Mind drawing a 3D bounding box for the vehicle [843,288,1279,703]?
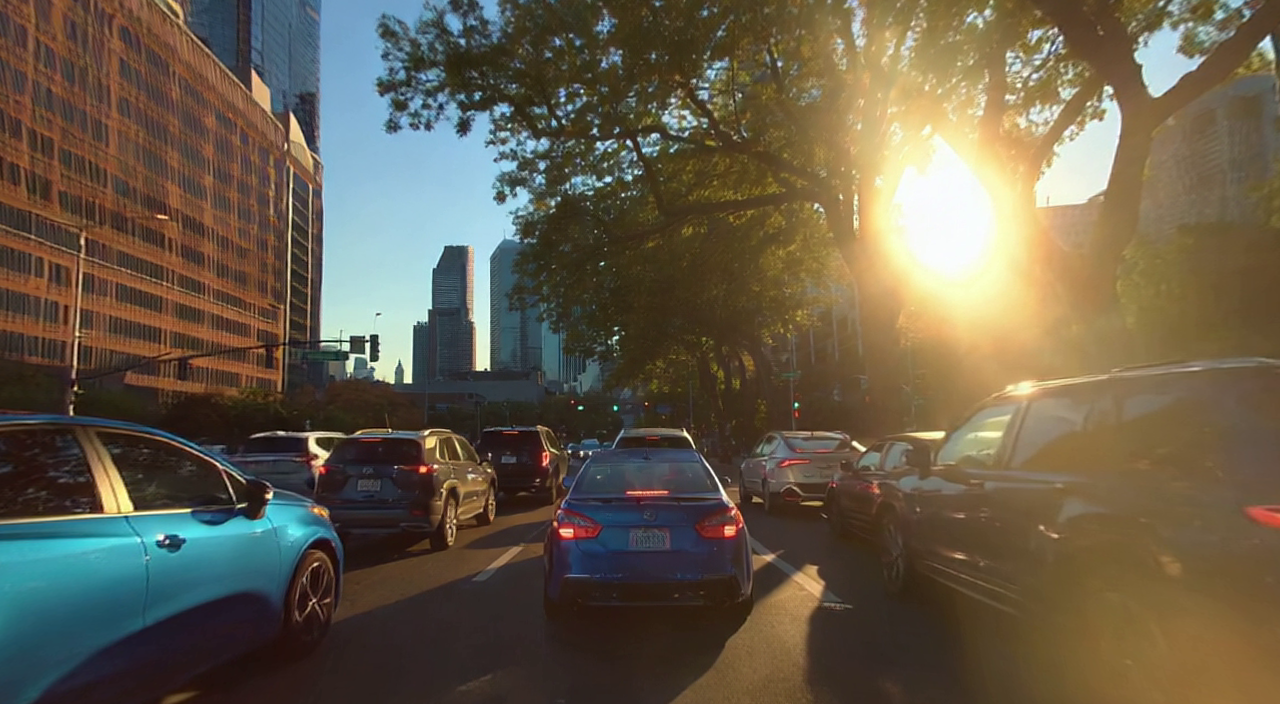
[{"bbox_3d":[3.049,0.974,3.842,2.108,1.785,4.334,0,-9,-1],"label":"vehicle"}]

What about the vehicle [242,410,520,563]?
[{"bbox_3d":[-3.381,1.870,9.494,2.168,1.719,4.561,-1,-9,1],"label":"vehicle"}]

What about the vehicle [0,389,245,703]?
[{"bbox_3d":[-3.397,0.745,1.234,2.144,1.505,4.635,-1,-9,2],"label":"vehicle"}]

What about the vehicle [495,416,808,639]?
[{"bbox_3d":[0.074,1.507,6.391,2.147,1.507,3.953,0,-8,0],"label":"vehicle"}]
